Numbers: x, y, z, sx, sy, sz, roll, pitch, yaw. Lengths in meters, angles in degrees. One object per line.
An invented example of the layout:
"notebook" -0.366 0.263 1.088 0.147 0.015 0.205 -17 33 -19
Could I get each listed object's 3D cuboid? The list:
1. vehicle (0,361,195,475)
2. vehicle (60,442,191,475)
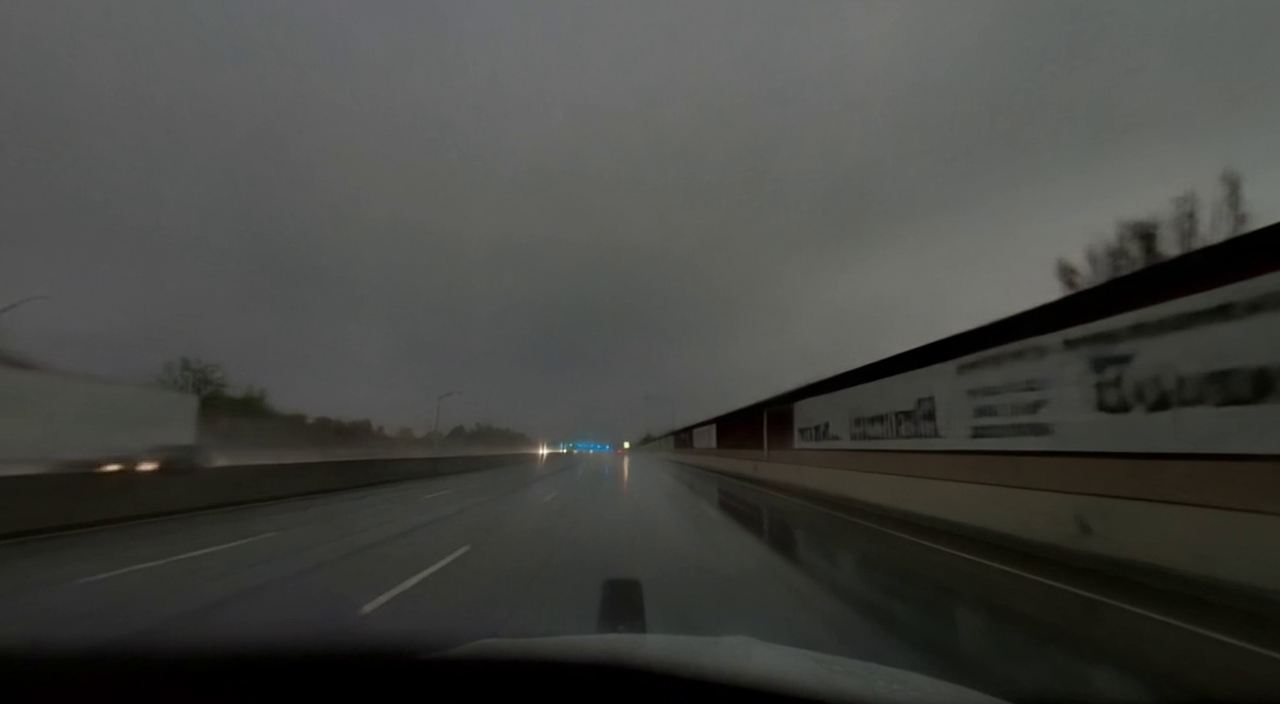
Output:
"vehicle" -24.014 2.406 22.734 2.765 3.968 18.709 0 -9 -1
"vehicle" -19.759 4.110 24.474 1.880 1.152 3.847 0 -9 -1
